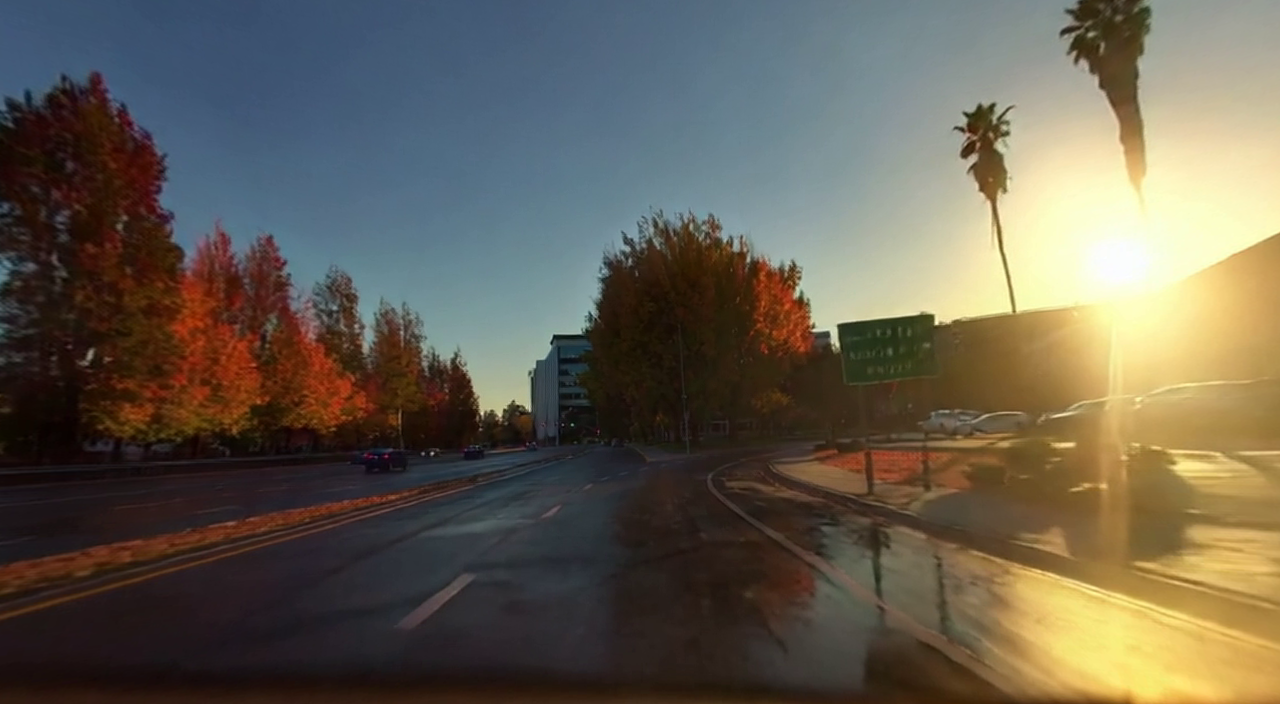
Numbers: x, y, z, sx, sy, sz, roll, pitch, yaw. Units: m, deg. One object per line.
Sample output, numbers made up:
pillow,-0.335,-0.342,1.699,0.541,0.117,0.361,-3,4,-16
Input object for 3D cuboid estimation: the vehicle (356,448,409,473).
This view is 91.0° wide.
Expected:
vehicle,-19.290,8.133,47.377,2.086,1.706,4.412,0,-9,1
